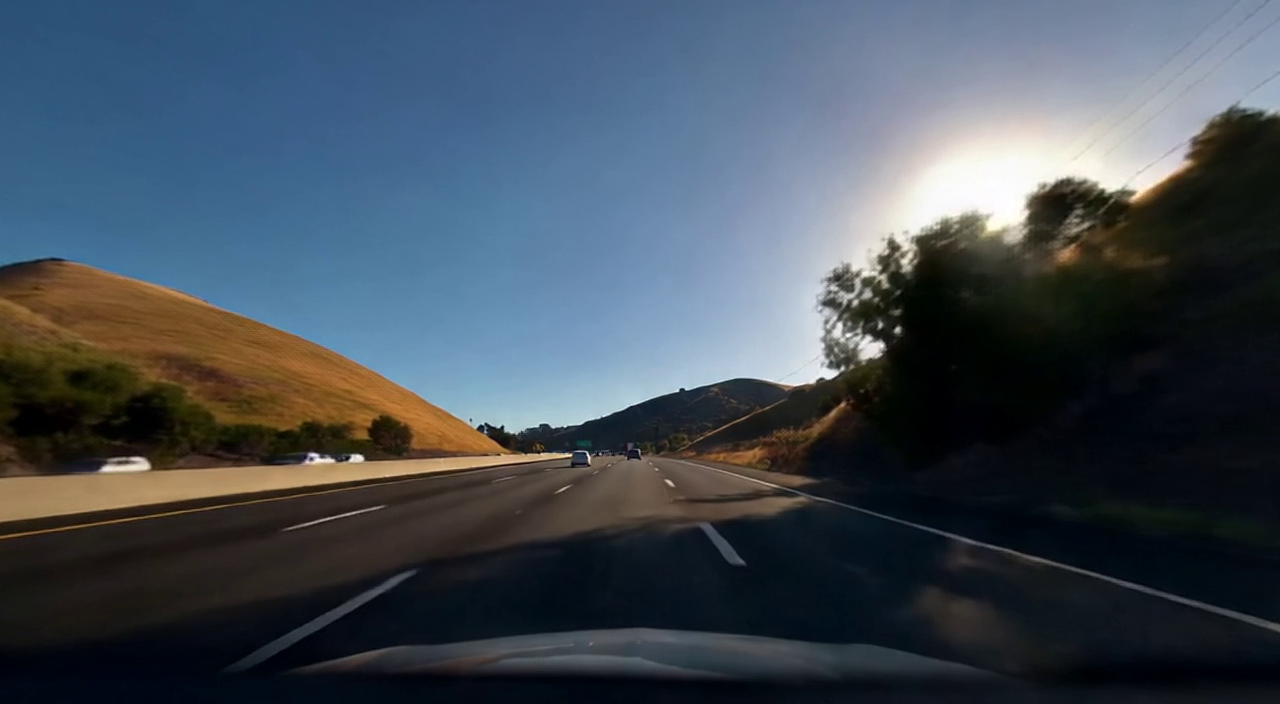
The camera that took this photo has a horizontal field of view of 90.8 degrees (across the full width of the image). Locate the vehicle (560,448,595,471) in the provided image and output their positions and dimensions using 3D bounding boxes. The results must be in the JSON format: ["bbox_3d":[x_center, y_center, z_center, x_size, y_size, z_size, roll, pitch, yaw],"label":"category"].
[{"bbox_3d":[-4.207,7.286,43.020,1.924,1.511,4.079,0,-9,0],"label":"vehicle"}]

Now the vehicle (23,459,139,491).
[{"bbox_3d":[-29.619,6.518,33.738,1.852,1.474,4.749,0,-9,0],"label":"vehicle"}]
